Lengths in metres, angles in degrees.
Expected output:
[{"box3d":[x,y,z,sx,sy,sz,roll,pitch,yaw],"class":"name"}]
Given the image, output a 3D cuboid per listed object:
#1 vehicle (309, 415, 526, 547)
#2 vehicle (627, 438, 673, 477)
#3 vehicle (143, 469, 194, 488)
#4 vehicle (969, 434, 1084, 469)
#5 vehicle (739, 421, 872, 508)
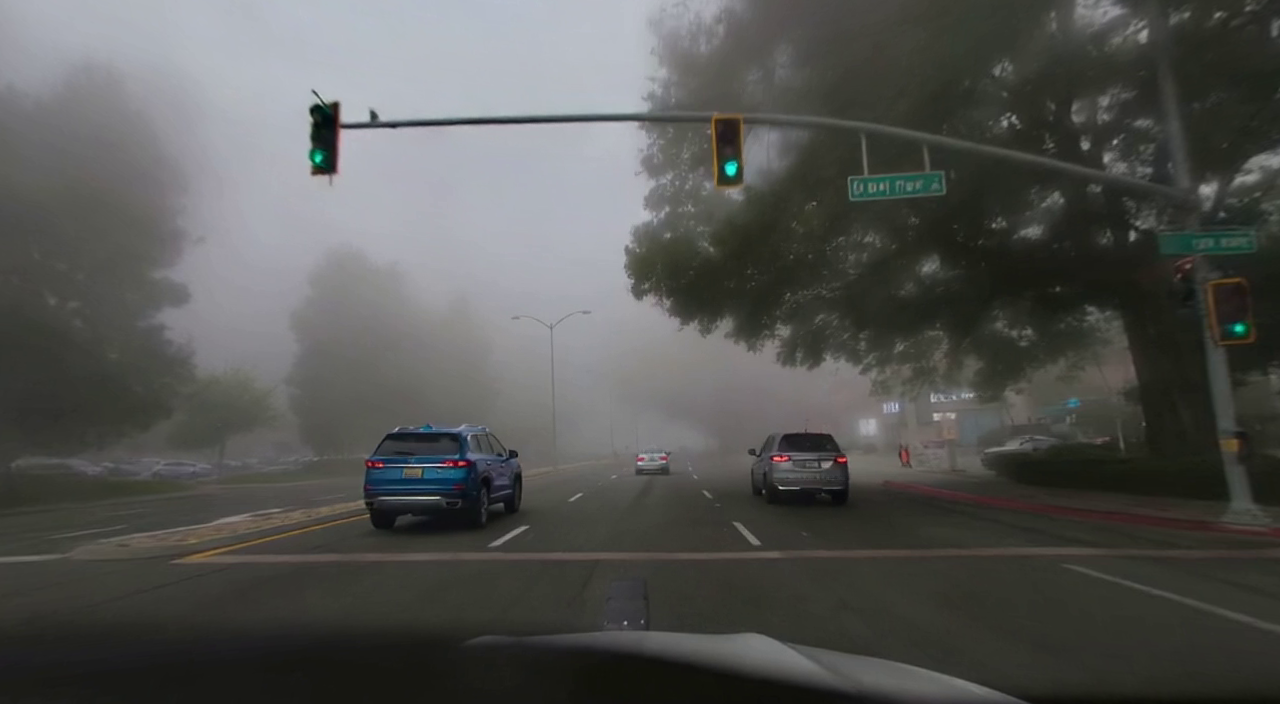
[{"box3d":[-3.517,2.124,11.064,2.047,1.810,4.414,0,-8,2],"class":"vehicle"},{"box3d":[0.546,5.049,30.376,2.067,1.702,3.987,0,-8,3],"class":"vehicle"},{"box3d":[-37.409,9.997,49.930,3.811,1.272,1.760,-5,-10,30],"class":"vehicle"},{"box3d":[18.895,4.876,31.041,4.601,1.603,1.852,-5,-10,29],"class":"vehicle"},{"box3d":[3.767,2.656,15.271,2.083,1.779,4.347,0,-8,1],"class":"vehicle"}]
